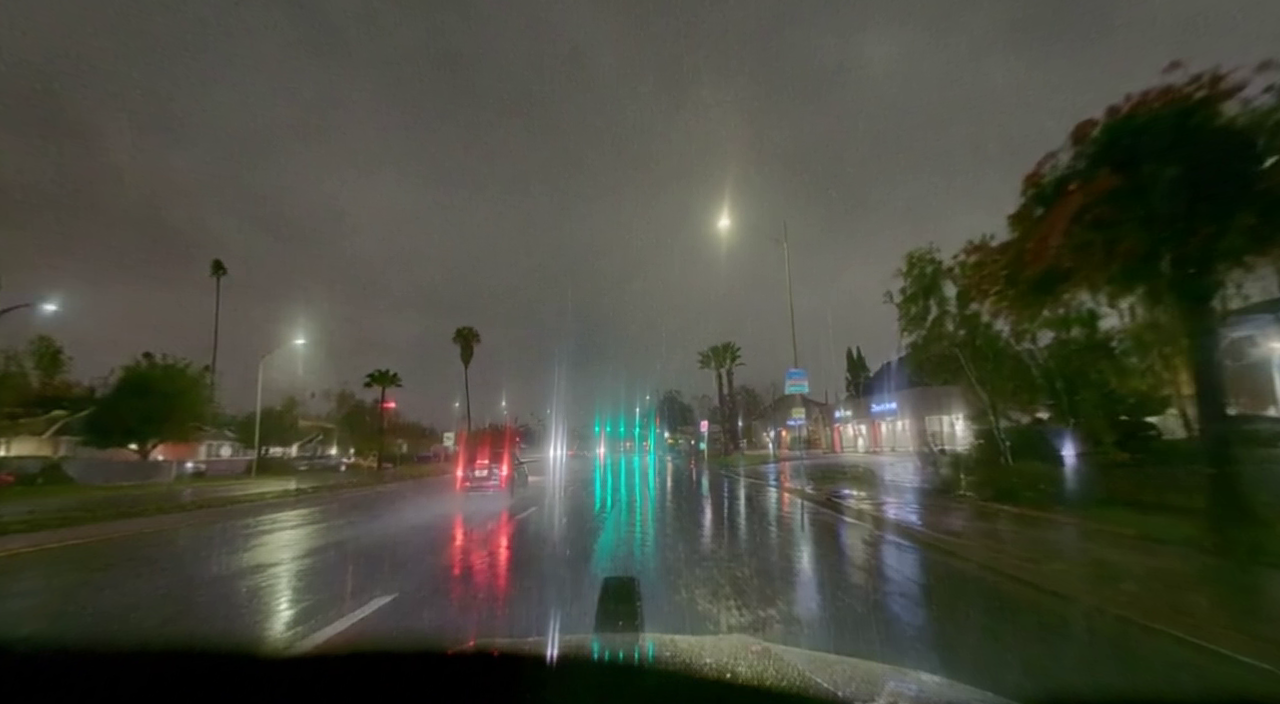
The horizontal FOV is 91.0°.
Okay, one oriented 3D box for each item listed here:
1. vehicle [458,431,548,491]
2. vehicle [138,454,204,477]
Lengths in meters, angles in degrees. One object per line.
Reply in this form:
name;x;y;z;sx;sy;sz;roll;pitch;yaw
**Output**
vehicle;-4.557;3.704;21.723;2.136;1.844;4.363;0;-8;-1
vehicle;-34.856;8.445;46.903;1.867;1.568;4.132;1;-8;-3
